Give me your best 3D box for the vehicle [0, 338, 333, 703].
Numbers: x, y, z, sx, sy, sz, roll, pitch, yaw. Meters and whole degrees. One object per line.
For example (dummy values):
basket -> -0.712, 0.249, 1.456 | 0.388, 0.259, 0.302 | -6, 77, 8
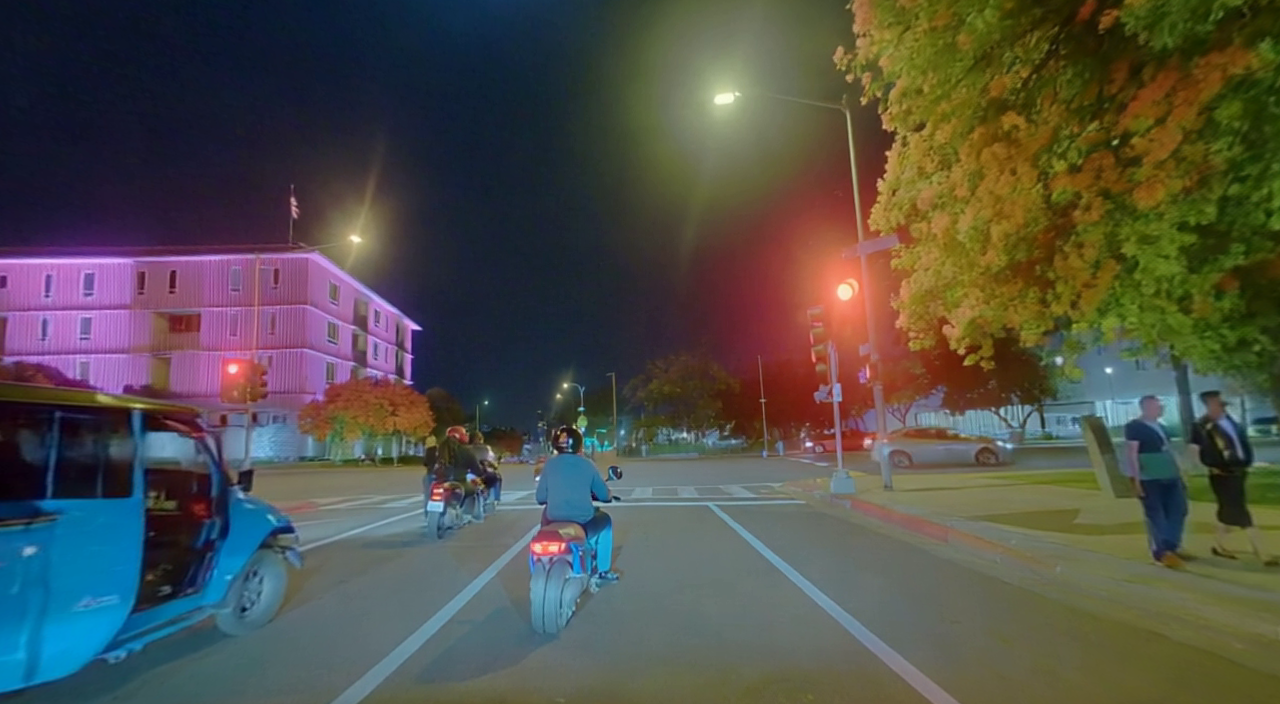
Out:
vehicle -> -3.607, 0.898, 2.795 | 2.000, 1.809, 4.855 | 0, -9, 0

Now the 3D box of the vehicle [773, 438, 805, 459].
vehicle -> 11.494, 7.397, 48.366 | 1.862, 1.456, 4.661 | -3, -9, 19

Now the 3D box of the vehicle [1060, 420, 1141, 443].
vehicle -> 30.774, 5.343, 42.179 | 1.751, 1.420, 4.027 | 8, -12, -42

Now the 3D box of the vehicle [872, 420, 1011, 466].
vehicle -> 13.035, 3.996, 27.609 | 5.226, 1.840, 2.016 | -4, -9, 22

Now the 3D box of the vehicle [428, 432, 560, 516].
vehicle -> -3.123, 2.705, 14.438 | 1.935, 1.615, 4.073 | -1, -9, 2

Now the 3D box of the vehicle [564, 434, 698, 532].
vehicle -> -0.102, 2.295, 11.618 | 2.025, 1.458, 4.085 | -1, -9, 1
